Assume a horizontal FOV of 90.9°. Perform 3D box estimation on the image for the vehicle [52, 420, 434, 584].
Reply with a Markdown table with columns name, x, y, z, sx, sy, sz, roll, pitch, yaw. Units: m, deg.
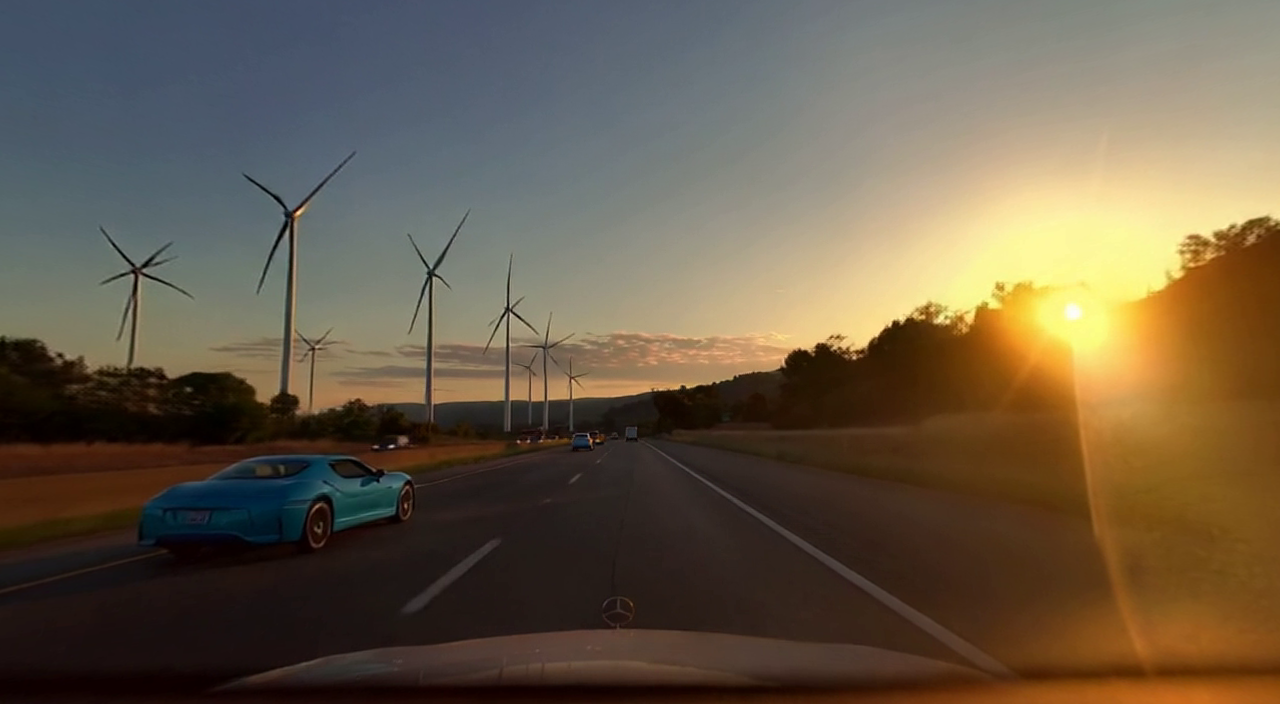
| name | x | y | z | sx | sy | sz | roll | pitch | yaw |
| --- | --- | --- | --- | --- | --- | --- | --- | --- | --- |
| vehicle | -4.158 | 1.597 | 7.648 | 1.969 | 1.413 | 4.194 | 0 | -8 | -1 |

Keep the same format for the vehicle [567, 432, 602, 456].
| name | x | y | z | sx | sy | sz | roll | pitch | yaw |
| --- | --- | --- | --- | --- | --- | --- | --- | --- | --- |
| vehicle | -3.621 | 6.058 | 41.542 | 2.024 | 1.456 | 3.754 | 0 | -8 | -1 |
